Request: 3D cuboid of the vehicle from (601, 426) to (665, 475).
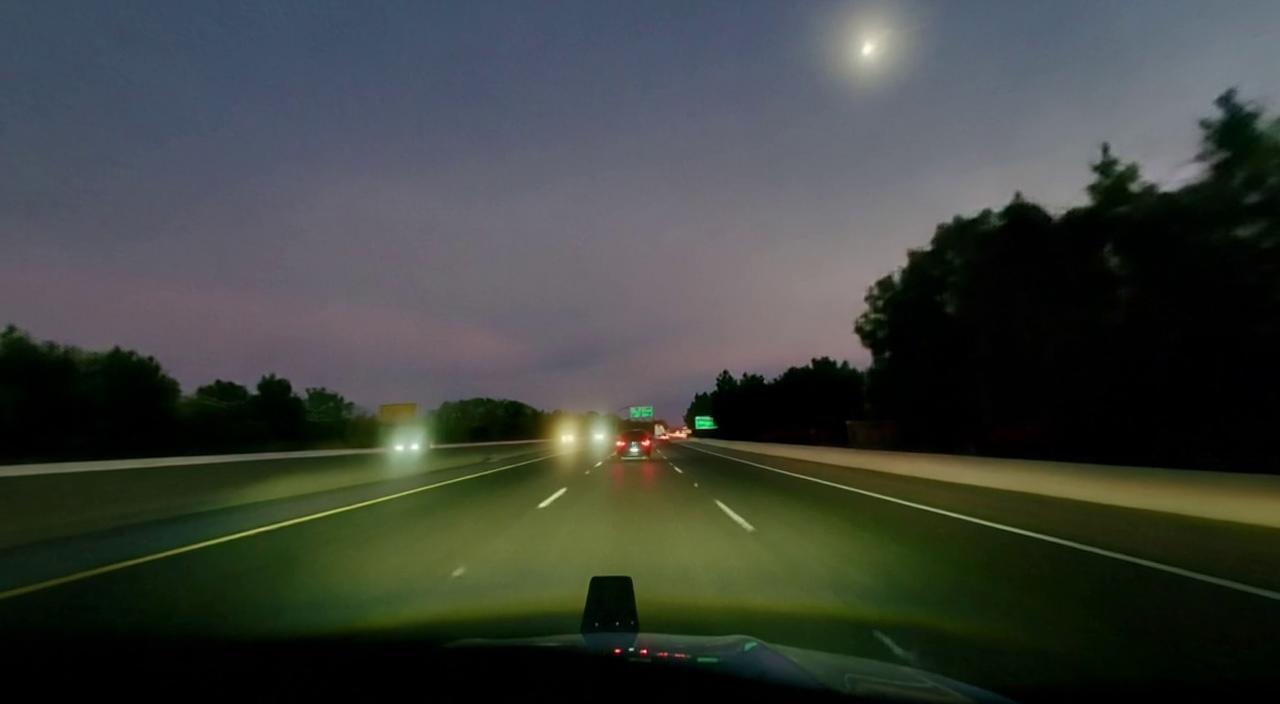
[{"bbox_3d":[-0.265,3.523,22.704,2.094,1.600,3.666,0,-8,-1],"label":"vehicle"}]
